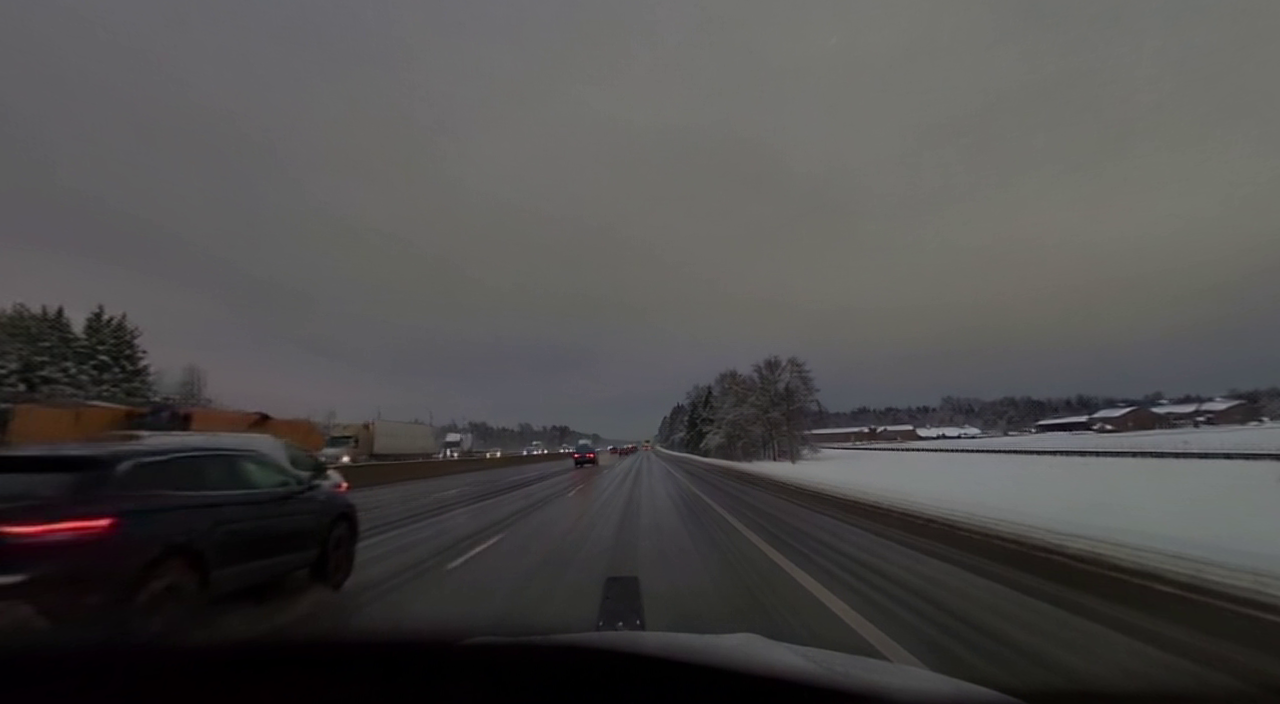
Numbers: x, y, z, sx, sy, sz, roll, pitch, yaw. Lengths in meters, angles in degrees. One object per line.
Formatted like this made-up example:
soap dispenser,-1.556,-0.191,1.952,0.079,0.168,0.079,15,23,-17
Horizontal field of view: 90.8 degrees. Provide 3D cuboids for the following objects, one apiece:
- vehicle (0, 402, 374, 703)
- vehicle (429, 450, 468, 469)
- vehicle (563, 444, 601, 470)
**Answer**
vehicle,-3.683,1.179,3.975,2.110,1.500,4.259,0,-9,0
vehicle,-15.029,8.452,49.750,1.881,1.404,3.891,0,-9,0
vehicle,-3.617,6.630,40.008,1.954,1.541,4.079,0,-9,1
